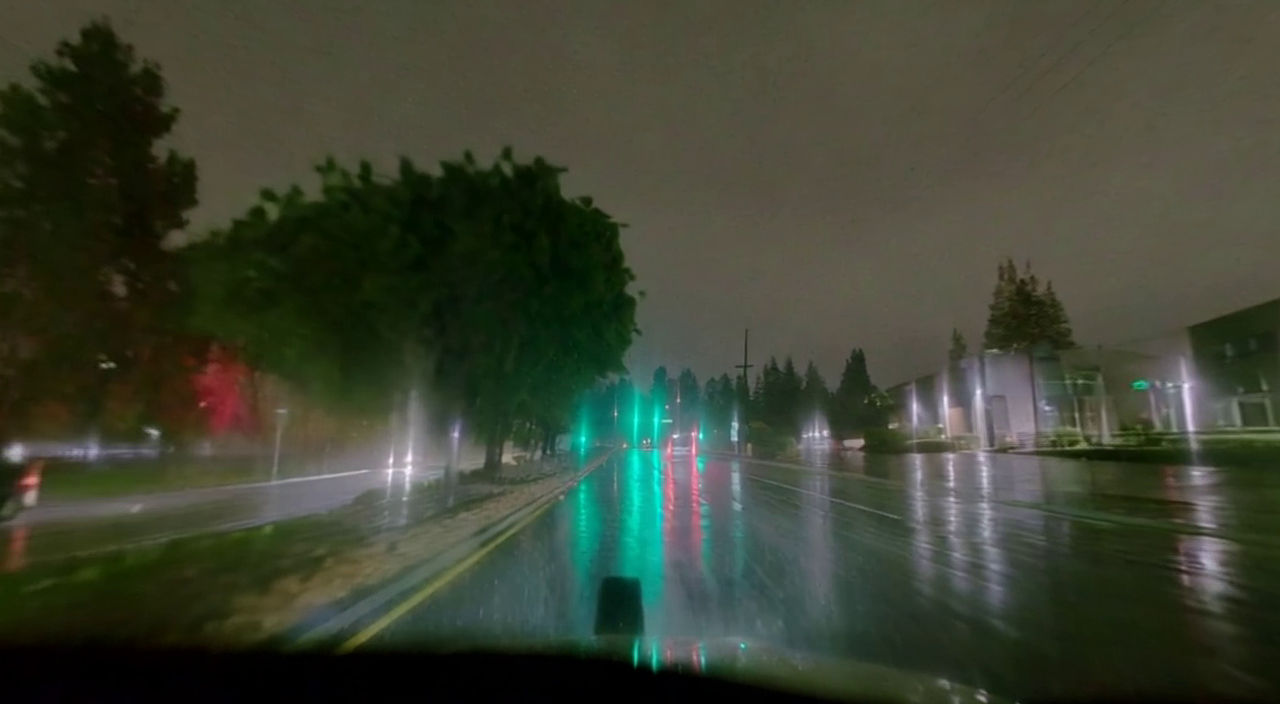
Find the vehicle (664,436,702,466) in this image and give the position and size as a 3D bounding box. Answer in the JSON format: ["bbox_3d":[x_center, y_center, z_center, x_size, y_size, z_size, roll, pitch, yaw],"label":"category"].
[{"bbox_3d":[2.815,6.624,42.376,2.085,1.828,5.383,0,-8,-1],"label":"vehicle"}]

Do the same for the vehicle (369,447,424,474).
[{"bbox_3d":[-17.077,7.580,44.578,2.052,1.776,4.483,0,-8,0],"label":"vehicle"}]
